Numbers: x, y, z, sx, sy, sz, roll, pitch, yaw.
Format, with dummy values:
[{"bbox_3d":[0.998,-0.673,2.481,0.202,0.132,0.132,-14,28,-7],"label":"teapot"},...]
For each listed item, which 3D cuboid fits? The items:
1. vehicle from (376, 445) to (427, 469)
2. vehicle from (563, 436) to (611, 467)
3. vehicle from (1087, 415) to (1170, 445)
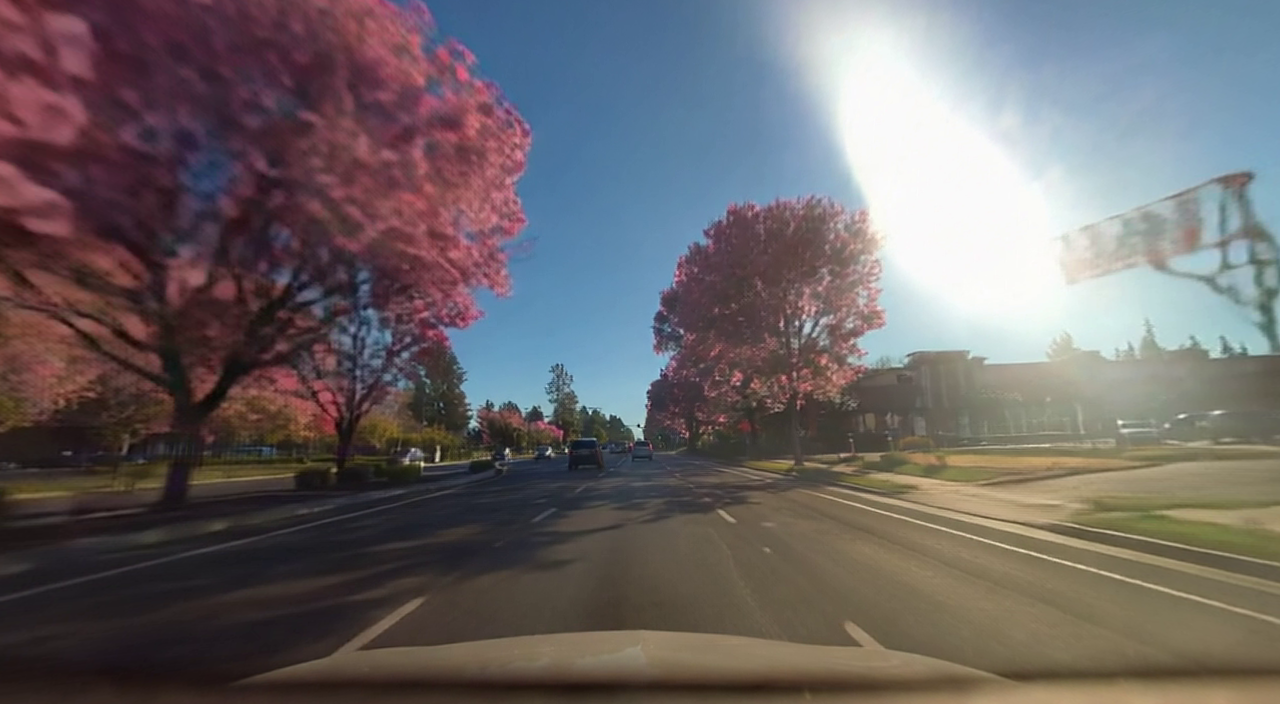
[{"bbox_3d":[-18.212,7.997,48.142,2.111,1.702,4.543,0,-8,0],"label":"vehicle"},{"bbox_3d":[-3.297,6.291,40.011,2.453,1.844,4.751,0,-8,2],"label":"vehicle"},{"bbox_3d":[27.415,4.427,35.194,4.677,1.583,1.955,5,-10,-30],"label":"vehicle"}]
